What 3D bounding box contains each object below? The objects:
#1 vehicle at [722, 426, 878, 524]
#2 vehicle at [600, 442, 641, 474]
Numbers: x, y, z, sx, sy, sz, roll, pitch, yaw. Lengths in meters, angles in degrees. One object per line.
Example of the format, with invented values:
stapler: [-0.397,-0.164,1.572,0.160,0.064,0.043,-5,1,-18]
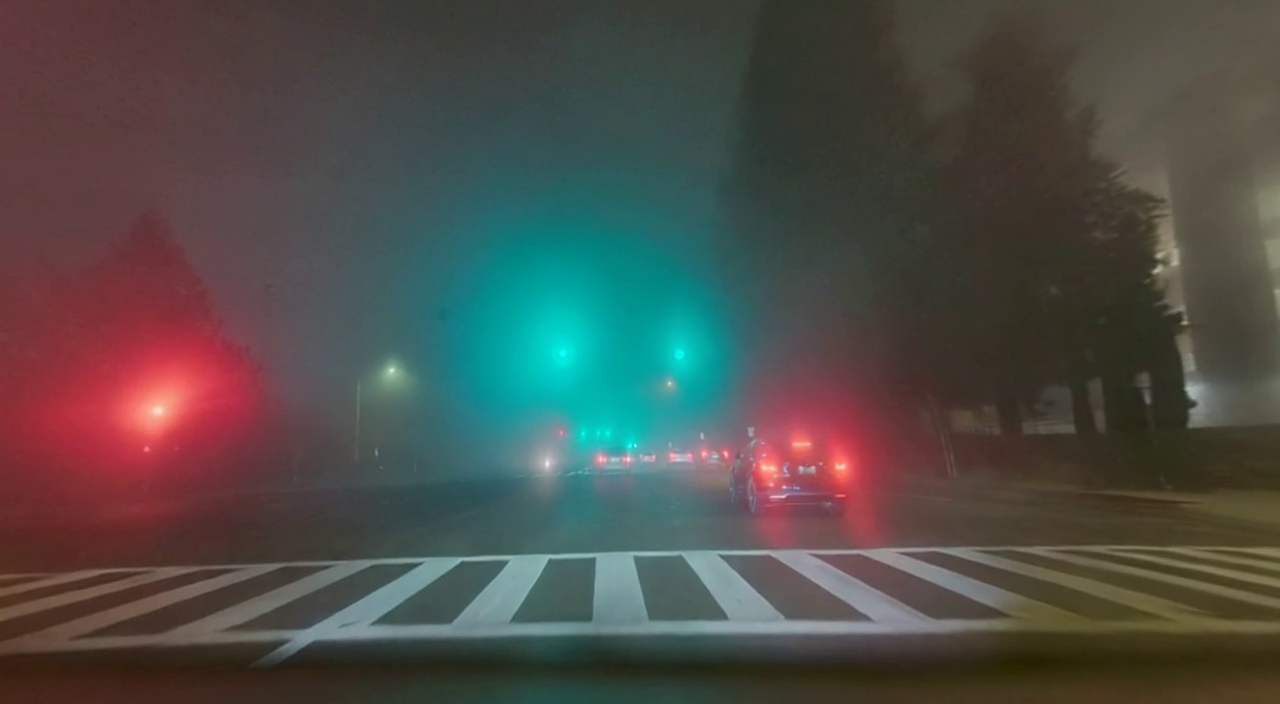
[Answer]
vehicle: [3.082,2.491,13.367,1.893,1.664,4.670,0,-9,-2]
vehicle: [-1.092,5.783,34.642,2.101,1.641,4.341,0,-9,-2]
